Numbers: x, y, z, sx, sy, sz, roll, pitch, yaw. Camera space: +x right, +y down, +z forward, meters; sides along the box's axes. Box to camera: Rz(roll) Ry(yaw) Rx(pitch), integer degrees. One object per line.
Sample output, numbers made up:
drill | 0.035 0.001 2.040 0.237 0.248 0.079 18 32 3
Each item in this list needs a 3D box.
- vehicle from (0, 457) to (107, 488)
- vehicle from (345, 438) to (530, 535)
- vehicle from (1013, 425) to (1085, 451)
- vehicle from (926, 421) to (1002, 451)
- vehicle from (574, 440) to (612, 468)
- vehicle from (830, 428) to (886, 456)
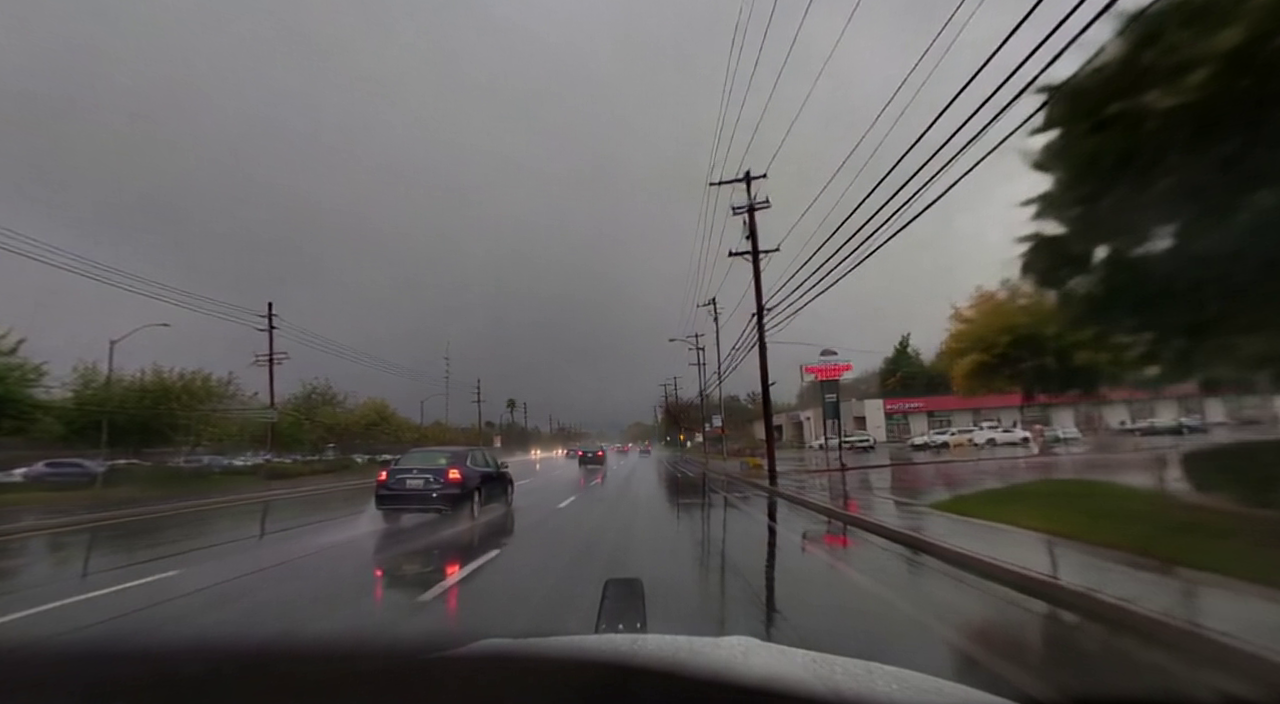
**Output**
vehicle | -40.275 8.119 42.619 5.876 1.927 2.237 5 -10 -26
vehicle | -3.530 2.428 12.016 1.942 1.469 4.426 0 -9 2
vehicle | 28.961 6.110 44.757 1.985 1.739 4.397 1 -8 -4
vehicle | 23.030 6.021 45.056 2.266 1.951 5.849 2 -8 -1
vehicle | -3.072 6.772 41.813 2.087 1.736 4.311 0 -9 1
vehicle | 17.191 7.111 49.598 4.319 1.812 2.020 2 -11 -39
